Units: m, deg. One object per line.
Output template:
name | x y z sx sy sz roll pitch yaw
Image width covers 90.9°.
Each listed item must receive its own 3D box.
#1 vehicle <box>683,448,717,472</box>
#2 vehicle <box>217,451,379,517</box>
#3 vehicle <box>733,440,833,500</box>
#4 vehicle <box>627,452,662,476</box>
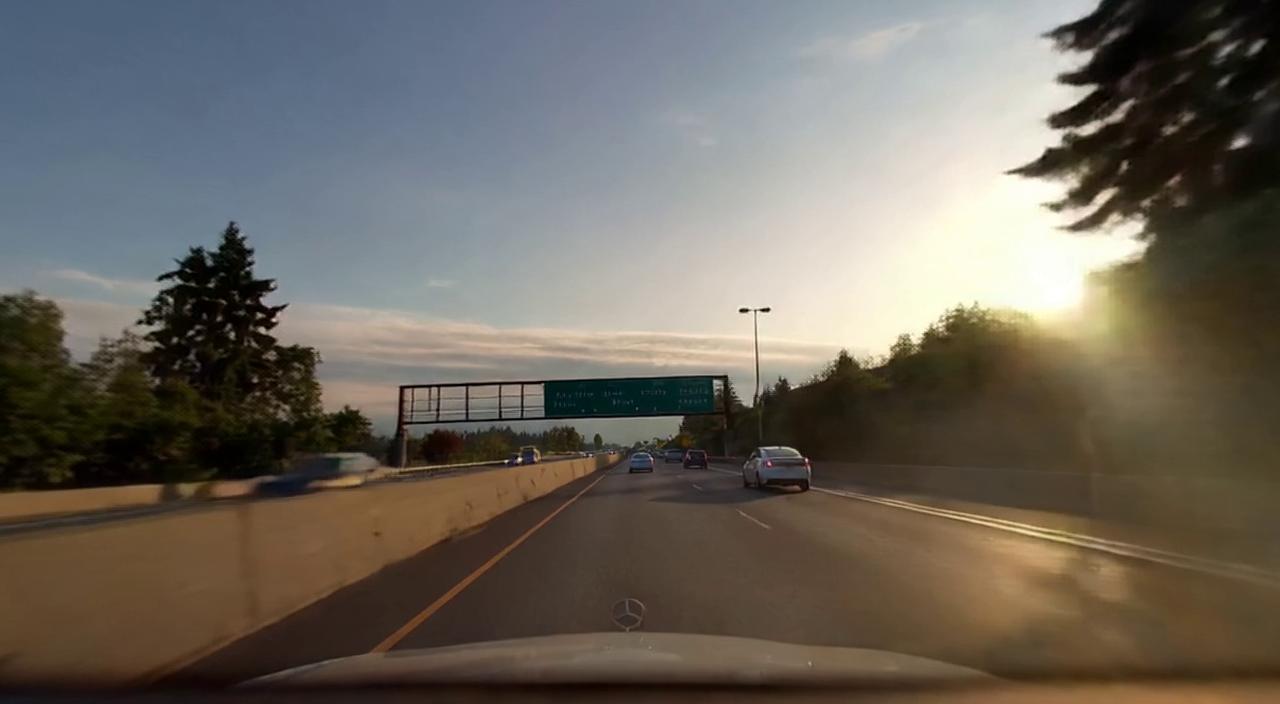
vehicle | 4.194 7.568 44.509 1.935 1.594 3.981 0 -9 -1
vehicle | -8.611 3.323 16.393 1.884 1.459 4.223 0 -9 -1
vehicle | 4.286 3.604 19.633 1.969 1.639 4.472 0 -9 -1
vehicle | 0.247 6.724 38.085 2.012 1.320 3.777 0 -9 0
